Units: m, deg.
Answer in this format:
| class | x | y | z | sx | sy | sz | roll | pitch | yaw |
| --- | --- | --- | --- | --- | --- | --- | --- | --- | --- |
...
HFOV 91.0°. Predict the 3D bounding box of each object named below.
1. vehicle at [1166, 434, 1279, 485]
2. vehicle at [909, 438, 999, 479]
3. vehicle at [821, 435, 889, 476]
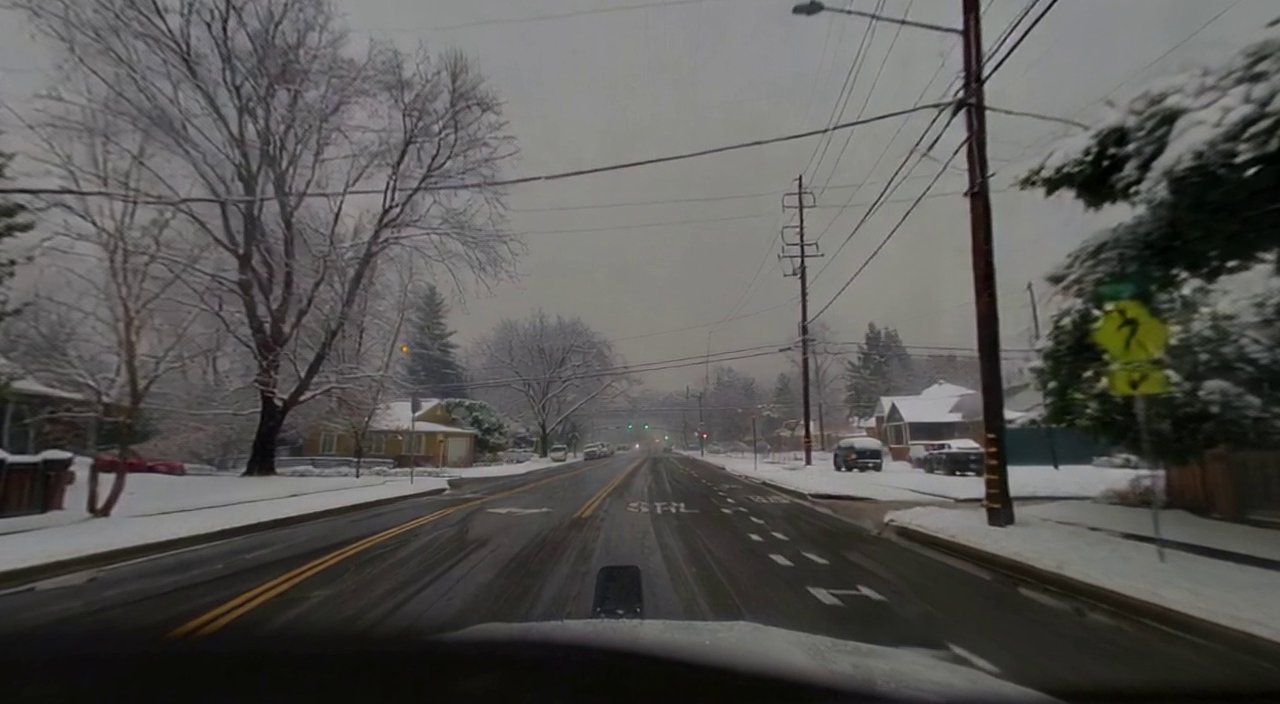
| class | x | y | z | sx | sy | sz | roll | pitch | yaw |
| --- | --- | --- | --- | --- | --- | --- | --- | --- | --- |
| vehicle | 21.528 | 3.727 | 22.095 | 3.943 | 1.664 | 2.391 | -1 | -8 | 0 |
| vehicle | 14.131 | 4.825 | 28.669 | 1.935 | 1.683 | 4.669 | 0 | -9 | 3 |
| vehicle | 10.916 | 5.287 | 32.310 | 1.912 | 1.953 | 4.651 | 0 | -9 | 1 |
